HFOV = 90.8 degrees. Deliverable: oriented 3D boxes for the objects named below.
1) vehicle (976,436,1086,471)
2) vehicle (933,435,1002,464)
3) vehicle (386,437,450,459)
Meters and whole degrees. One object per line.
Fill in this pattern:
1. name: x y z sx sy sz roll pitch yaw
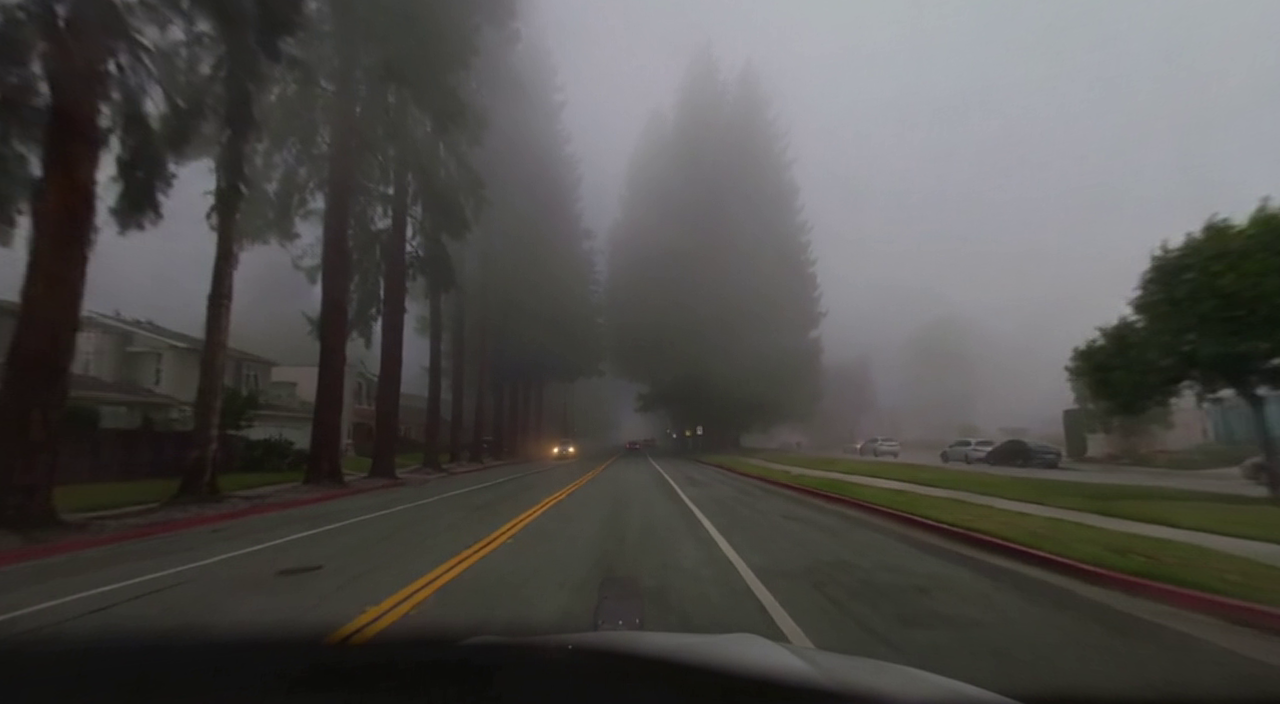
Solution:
1. vehicle: 17.911 4.667 29.289 1.813 1.464 4.925 1 -8 -2
2. vehicle: 18.298 5.464 35.526 1.755 1.521 3.968 0 -8 0
3. vehicle: -16.991 7.315 48.470 4.045 1.622 1.983 0 -8 3
